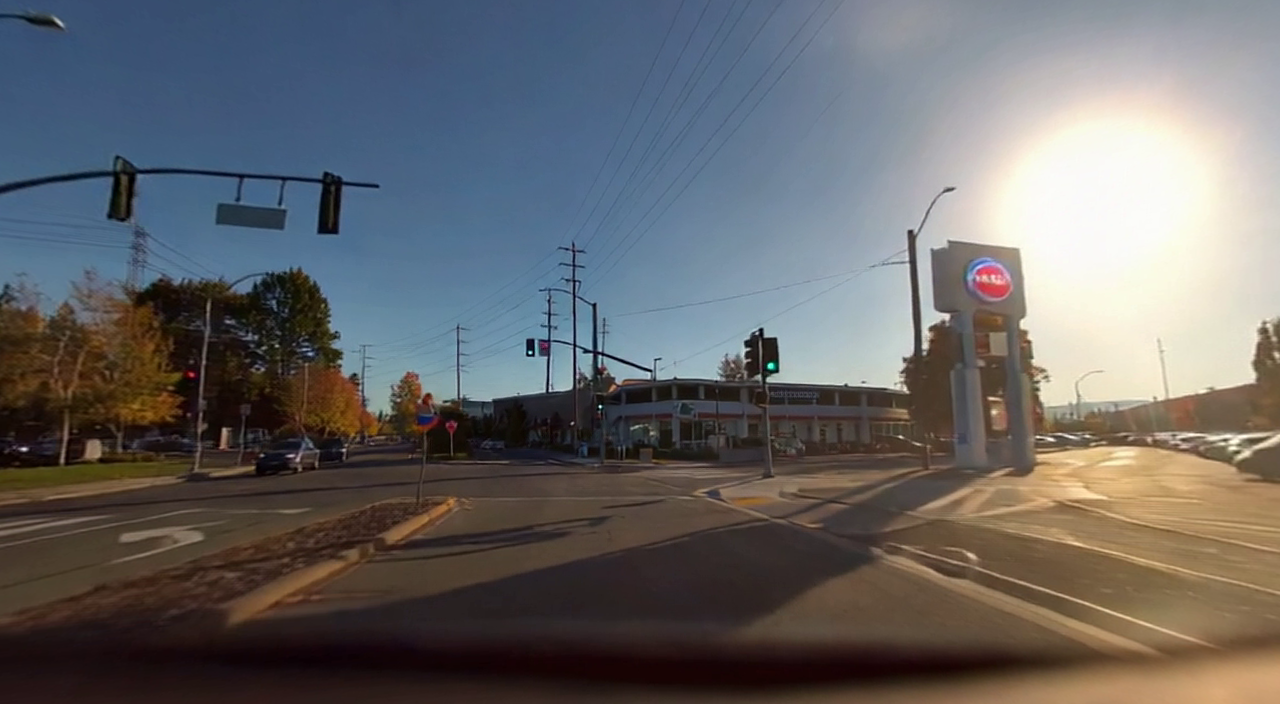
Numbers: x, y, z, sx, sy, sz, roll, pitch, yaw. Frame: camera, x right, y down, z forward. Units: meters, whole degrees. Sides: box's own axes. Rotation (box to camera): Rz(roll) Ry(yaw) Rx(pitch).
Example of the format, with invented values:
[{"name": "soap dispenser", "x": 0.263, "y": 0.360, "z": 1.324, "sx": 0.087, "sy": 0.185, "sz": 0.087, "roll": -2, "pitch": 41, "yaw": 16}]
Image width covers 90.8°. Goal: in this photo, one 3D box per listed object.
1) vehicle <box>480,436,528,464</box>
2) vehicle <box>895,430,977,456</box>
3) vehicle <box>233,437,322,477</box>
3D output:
[{"name": "vehicle", "x": -7.915, "y": 5.642, "z": 36.603, "sx": 2.094, "sy": 1.500, "sz": 3.682, "roll": 3, "pitch": -8, "yaw": -21}, {"name": "vehicle", "x": 19.950, "y": 6.132, "z": 42.711, "sx": 4.544, "sy": 1.630, "sz": 2.055, "roll": -1, "pitch": -8, "yaw": 8}, {"name": "vehicle", "x": -15.129, "y": 4.349, "z": 26.691, "sx": 2.207, "sy": 1.503, "sz": 4.561, "roll": 2, "pitch": -8, "yaw": -17}]
